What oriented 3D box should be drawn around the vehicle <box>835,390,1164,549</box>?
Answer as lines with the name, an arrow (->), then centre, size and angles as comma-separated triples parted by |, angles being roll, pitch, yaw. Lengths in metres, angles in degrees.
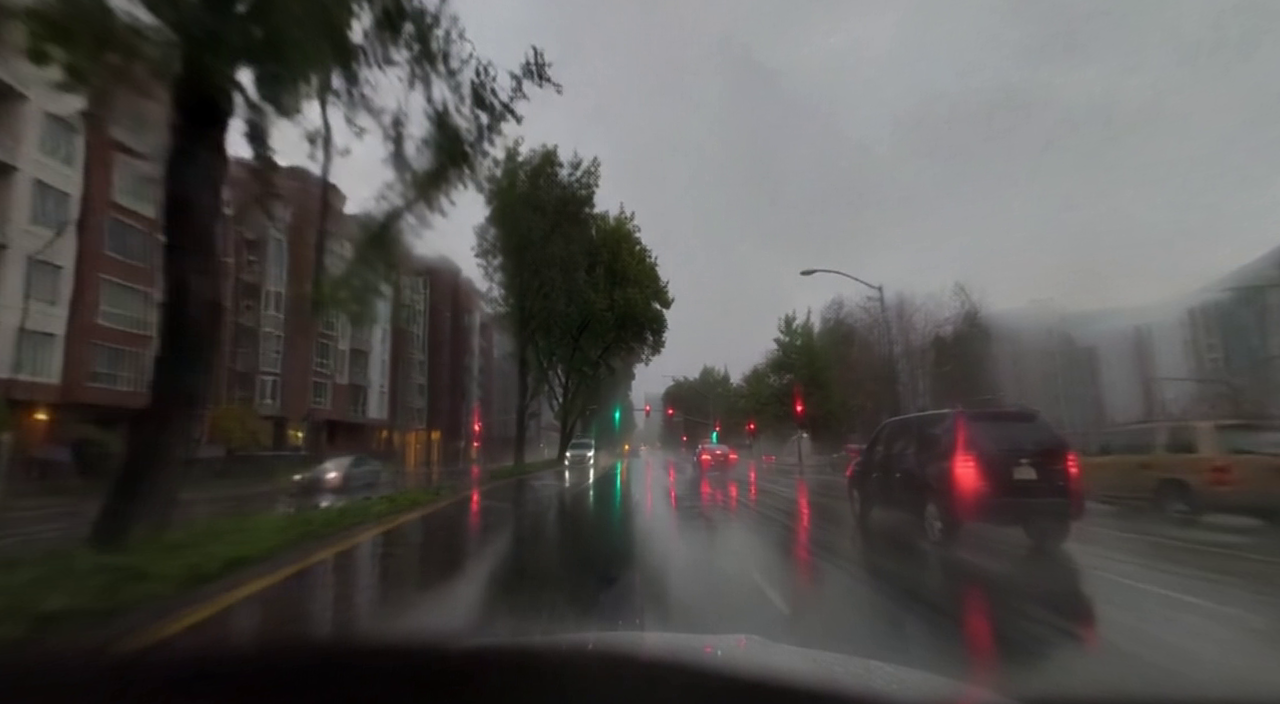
vehicle -> 5.492, 1.933, 11.028 | 2.427, 2.017, 5.763 | 0, -9, 1

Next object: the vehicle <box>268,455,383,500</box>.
vehicle -> -11.773, 4.708, 24.071 | 2.028, 1.490, 4.475 | 0, -9, 1

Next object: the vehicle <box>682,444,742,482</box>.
vehicle -> 2.992, 4.713, 27.198 | 2.003, 1.480, 4.494 | 0, -9, -1

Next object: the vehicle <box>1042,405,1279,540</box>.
vehicle -> 9.613, 2.015, 11.078 | 2.064, 1.837, 4.724 | 0, -9, 1

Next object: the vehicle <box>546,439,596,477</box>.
vehicle -> -3.378, 5.278, 31.615 | 2.065, 1.716, 4.265 | 0, -9, -1
